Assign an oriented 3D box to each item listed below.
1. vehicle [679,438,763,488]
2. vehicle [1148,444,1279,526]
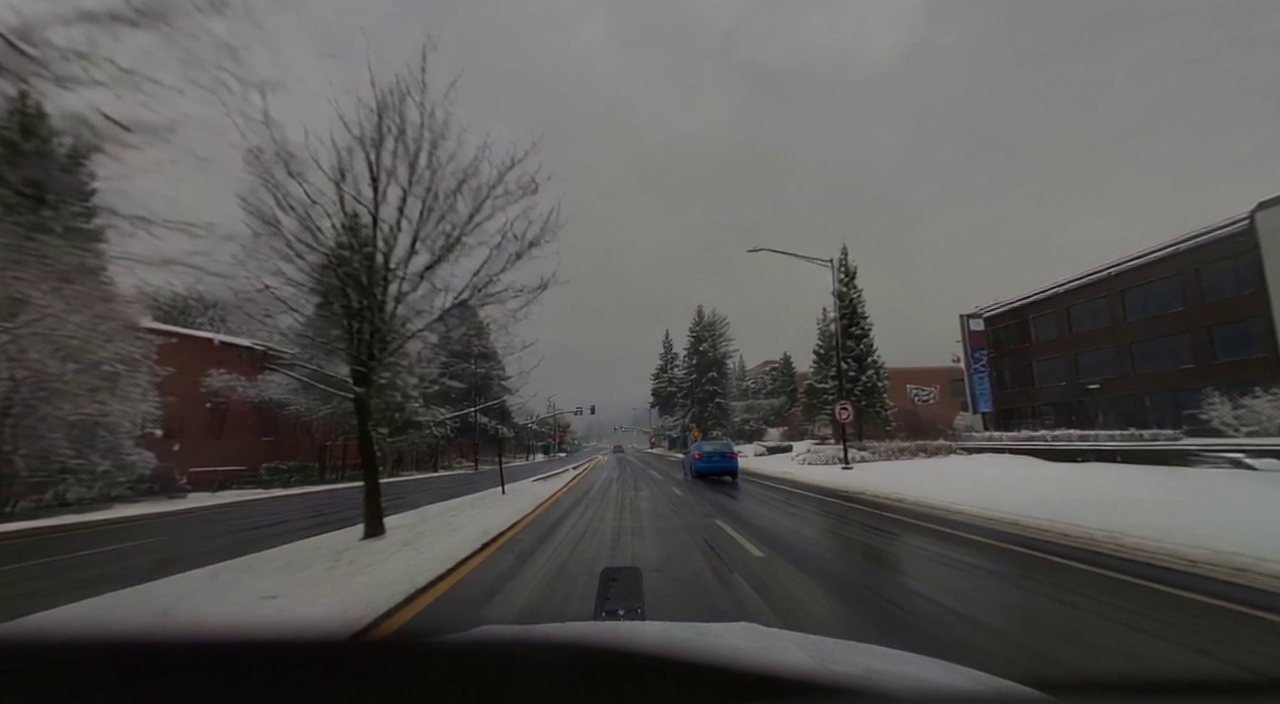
[{"bbox_3d":[2.608,3.715,21.490,2.114,1.493,4.430,0,-9,-2],"label":"vehicle"},{"bbox_3d":[21.089,4.680,21.816,5.101,1.694,2.158,9,-24,1],"label":"vehicle"}]
